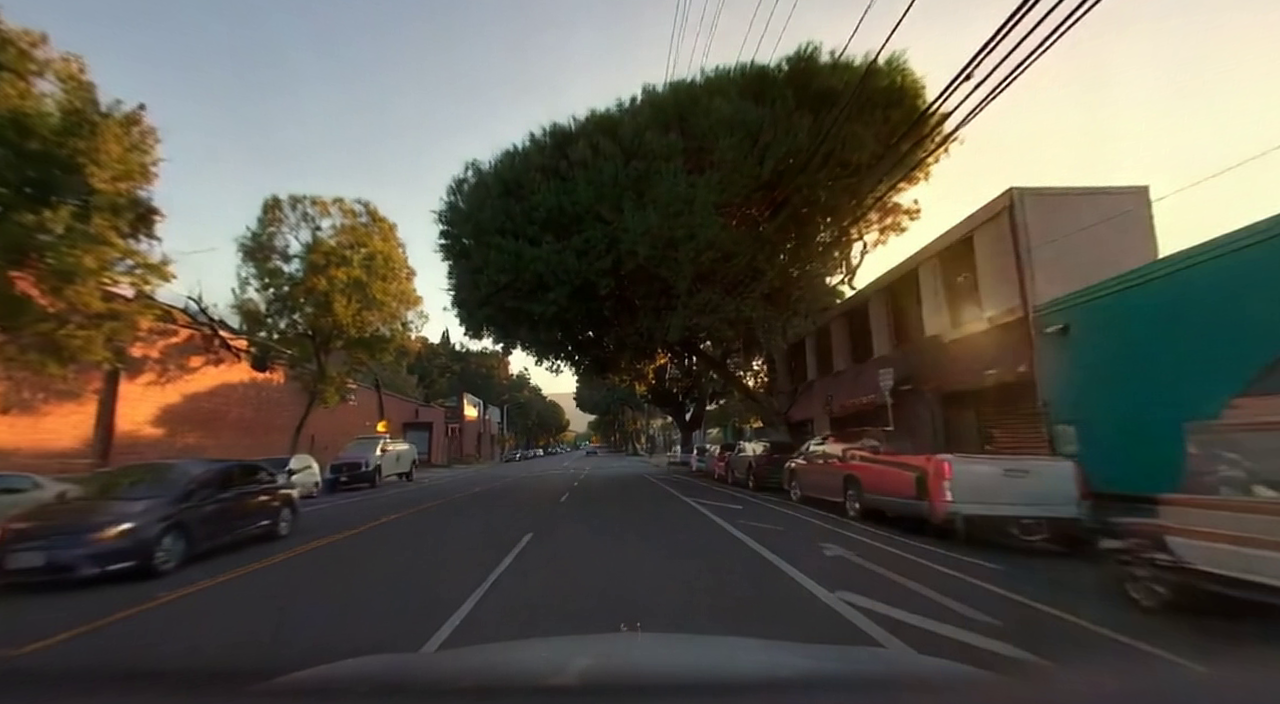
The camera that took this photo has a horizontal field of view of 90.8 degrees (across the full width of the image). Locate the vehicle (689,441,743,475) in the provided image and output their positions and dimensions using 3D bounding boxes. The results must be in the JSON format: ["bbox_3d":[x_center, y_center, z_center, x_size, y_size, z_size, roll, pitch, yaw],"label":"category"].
[{"bbox_3d":[3.540,4.988,29.995,1.805,1.504,4.089,0,-8,-4],"label":"vehicle"}]

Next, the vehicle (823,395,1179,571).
[{"bbox_3d":[4.499,1.727,9.171,1.897,1.804,5.164,0,-8,-3],"label":"vehicle"}]

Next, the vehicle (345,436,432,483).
[{"bbox_3d":[-12.545,5.430,31.955,2.236,2.057,5.416,-2,-10,-1],"label":"vehicle"}]

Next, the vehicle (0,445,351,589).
[{"bbox_3d":[-5.986,2.063,8.912,1.925,1.479,4.444,0,-8,-3],"label":"vehicle"}]

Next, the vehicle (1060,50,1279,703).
[{"bbox_3d":[4.666,-0.214,0.624,2.815,3.203,7.558,0,-8,-4],"label":"vehicle"}]
